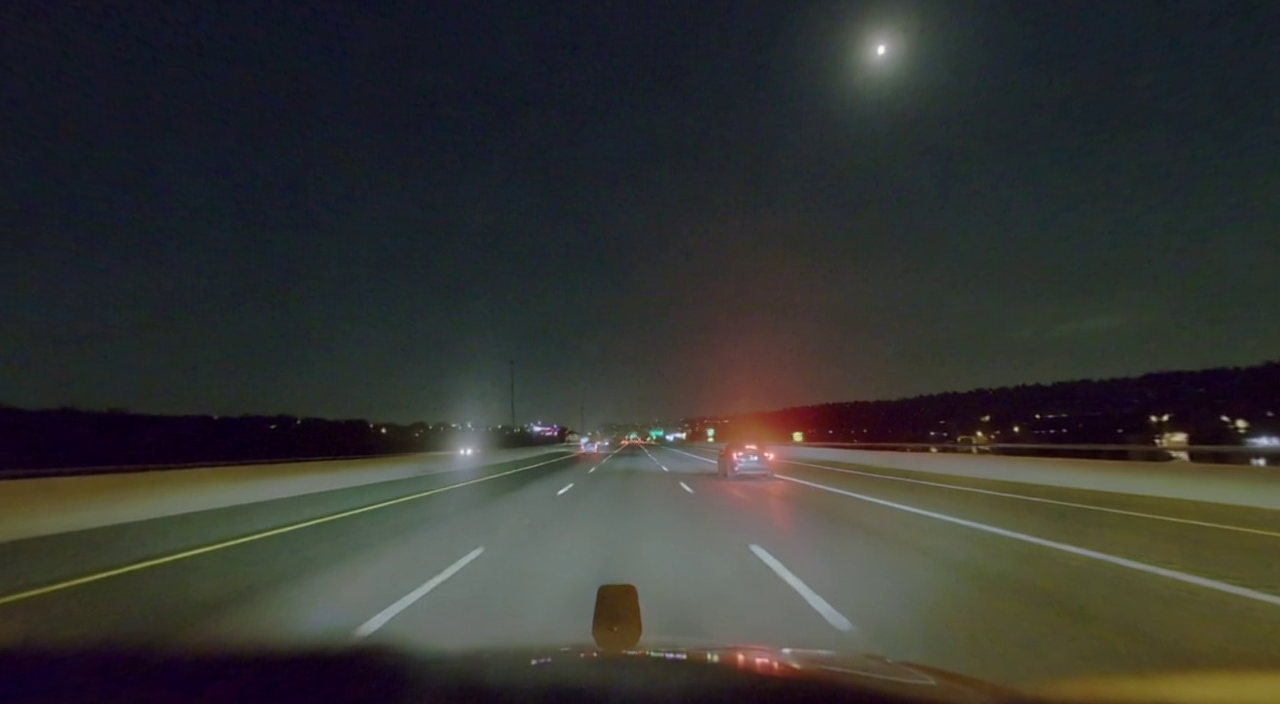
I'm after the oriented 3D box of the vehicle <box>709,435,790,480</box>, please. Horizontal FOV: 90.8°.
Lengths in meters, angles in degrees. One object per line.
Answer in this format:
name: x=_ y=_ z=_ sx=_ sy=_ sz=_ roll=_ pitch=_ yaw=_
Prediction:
vehicle: x=3.945 y=3.884 z=23.465 sx=2.060 sy=1.485 sz=4.274 roll=0 pitch=-9 yaw=-2
